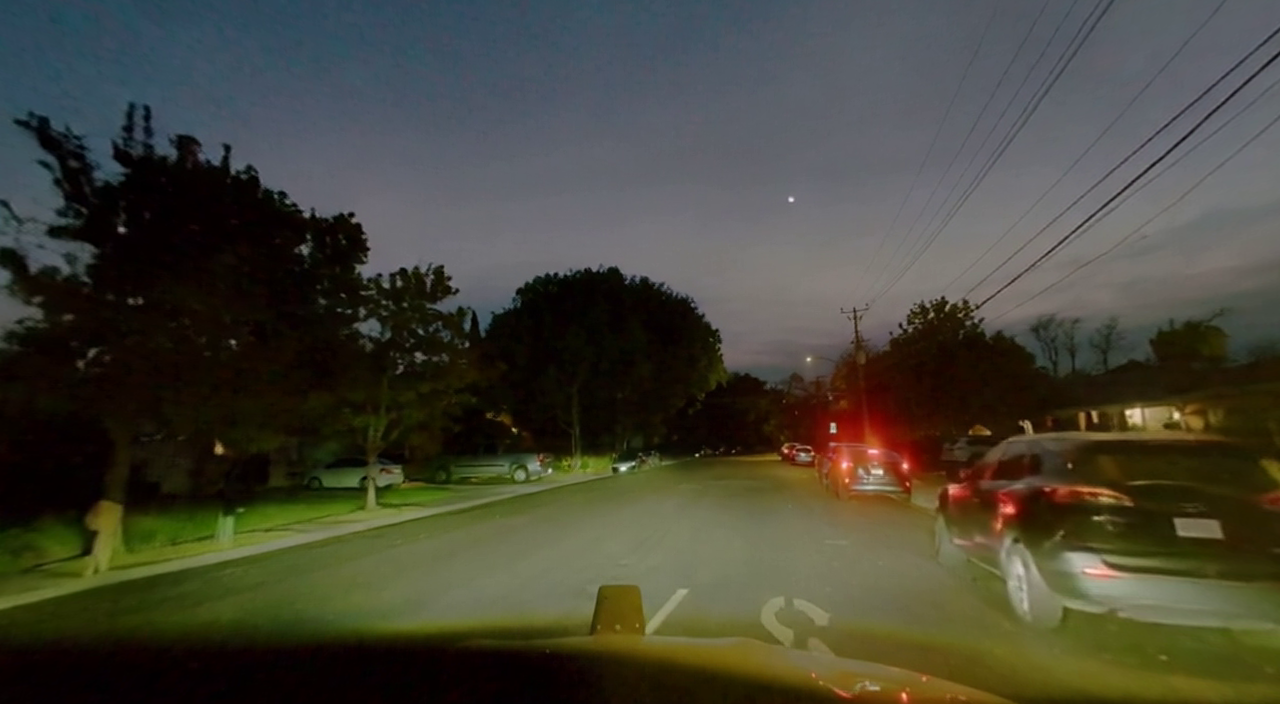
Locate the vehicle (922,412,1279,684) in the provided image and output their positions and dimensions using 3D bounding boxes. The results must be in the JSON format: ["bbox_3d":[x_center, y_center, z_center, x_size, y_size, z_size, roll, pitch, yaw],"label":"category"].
[{"bbox_3d":[3.806,1.381,5.335,1.908,1.572,3.105,-2,-9,12],"label":"vehicle"}]

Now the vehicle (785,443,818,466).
[{"bbox_3d":[10.860,6.898,42.608,1.743,1.440,3.732,-1,-9,9],"label":"vehicle"}]

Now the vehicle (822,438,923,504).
[{"bbox_3d":[5.771,2.962,16.139,1.845,1.453,3.792,-2,-9,12],"label":"vehicle"}]

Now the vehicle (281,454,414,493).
[{"bbox_3d":[-11.528,4.782,25.034,4.481,1.420,1.712,-1,-9,8],"label":"vehicle"}]

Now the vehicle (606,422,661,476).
[{"bbox_3d":[-0.297,5.803,37.892,2.199,2.902,5.848,-2,-9,10],"label":"vehicle"}]

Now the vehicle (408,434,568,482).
[{"bbox_3d":[-6.735,4.726,28.318,6.488,2.009,2.354,-2,-9,11],"label":"vehicle"}]
